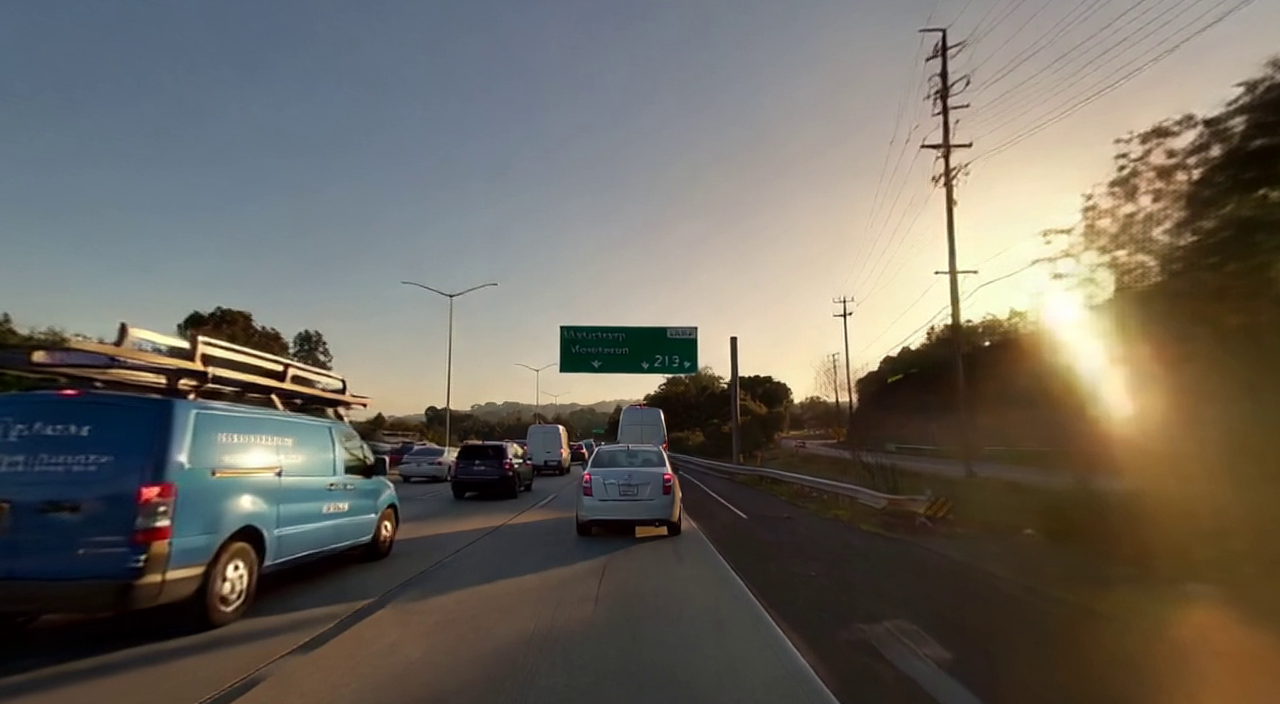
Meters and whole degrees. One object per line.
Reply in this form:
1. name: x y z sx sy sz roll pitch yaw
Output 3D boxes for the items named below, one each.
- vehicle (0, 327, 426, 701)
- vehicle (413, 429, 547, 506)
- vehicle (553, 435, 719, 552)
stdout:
1. vehicle: -3.862 1.164 5.641 2.142 1.952 4.556 0 -8 1
2. vehicle: -3.853 2.866 16.021 2.114 1.657 4.432 0 -8 2
3. vehicle: -0.051 2.057 9.849 2.054 1.421 4.090 0 -8 0
